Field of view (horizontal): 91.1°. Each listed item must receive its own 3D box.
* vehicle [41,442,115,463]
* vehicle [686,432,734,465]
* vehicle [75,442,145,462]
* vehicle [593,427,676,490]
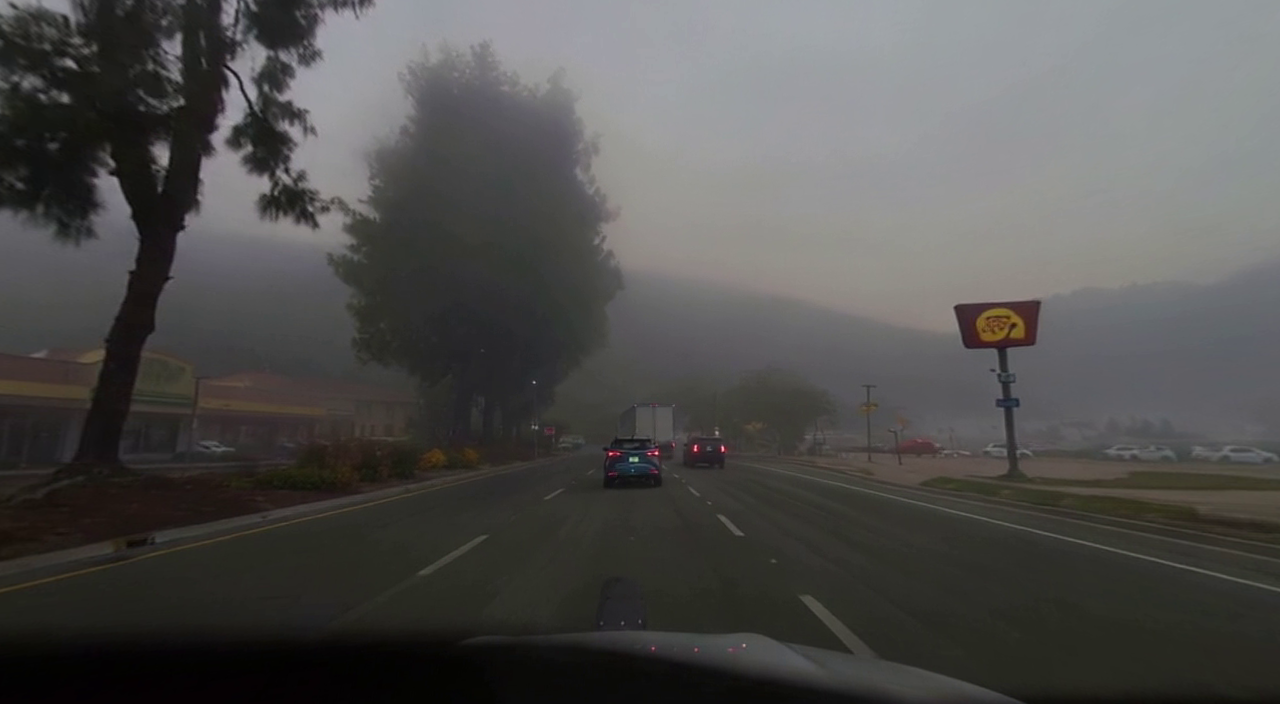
[{"bbox_3d":[-36.887,6.607,41.270,3.245,1.338,1.536,4,-9,-25],"label":"vehicle"},{"bbox_3d":[3.727,5.214,34.151,2.088,1.655,4.360,0,-8,-1],"label":"vehicle"},{"bbox_3d":[-37.249,7.010,44.184,3.325,1.360,1.590,3,-9,-22],"label":"vehicle"},{"bbox_3d":[-0.174,3.078,18.462,2.193,1.651,3.946,0,-8,-1],"label":"vehicle"}]
